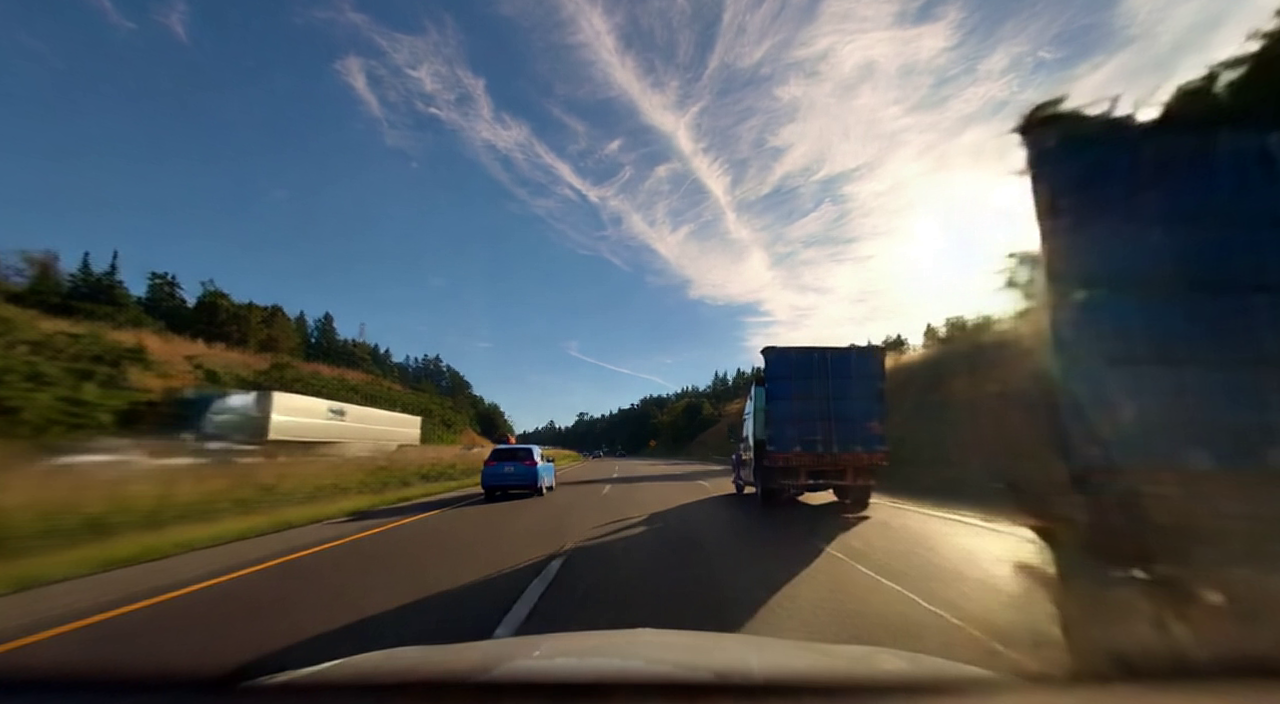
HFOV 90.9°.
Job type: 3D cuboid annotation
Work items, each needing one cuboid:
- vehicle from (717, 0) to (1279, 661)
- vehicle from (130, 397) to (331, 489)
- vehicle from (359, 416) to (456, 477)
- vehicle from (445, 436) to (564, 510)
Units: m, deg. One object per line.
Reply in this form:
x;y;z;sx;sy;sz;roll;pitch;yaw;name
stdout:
4.436;1.008;12.474;3.532;4.201;17.611;0;-9;0;vehicle
-15.027;3.521;24.068;2.643;2.931;7.342;0;-9;1;vehicle
-11.427;4.768;31.678;2.328;2.714;6.655;0;-9;0;vehicle
-3.340;3.093;16.505;2.115;1.670;4.261;0;-9;1;vehicle
